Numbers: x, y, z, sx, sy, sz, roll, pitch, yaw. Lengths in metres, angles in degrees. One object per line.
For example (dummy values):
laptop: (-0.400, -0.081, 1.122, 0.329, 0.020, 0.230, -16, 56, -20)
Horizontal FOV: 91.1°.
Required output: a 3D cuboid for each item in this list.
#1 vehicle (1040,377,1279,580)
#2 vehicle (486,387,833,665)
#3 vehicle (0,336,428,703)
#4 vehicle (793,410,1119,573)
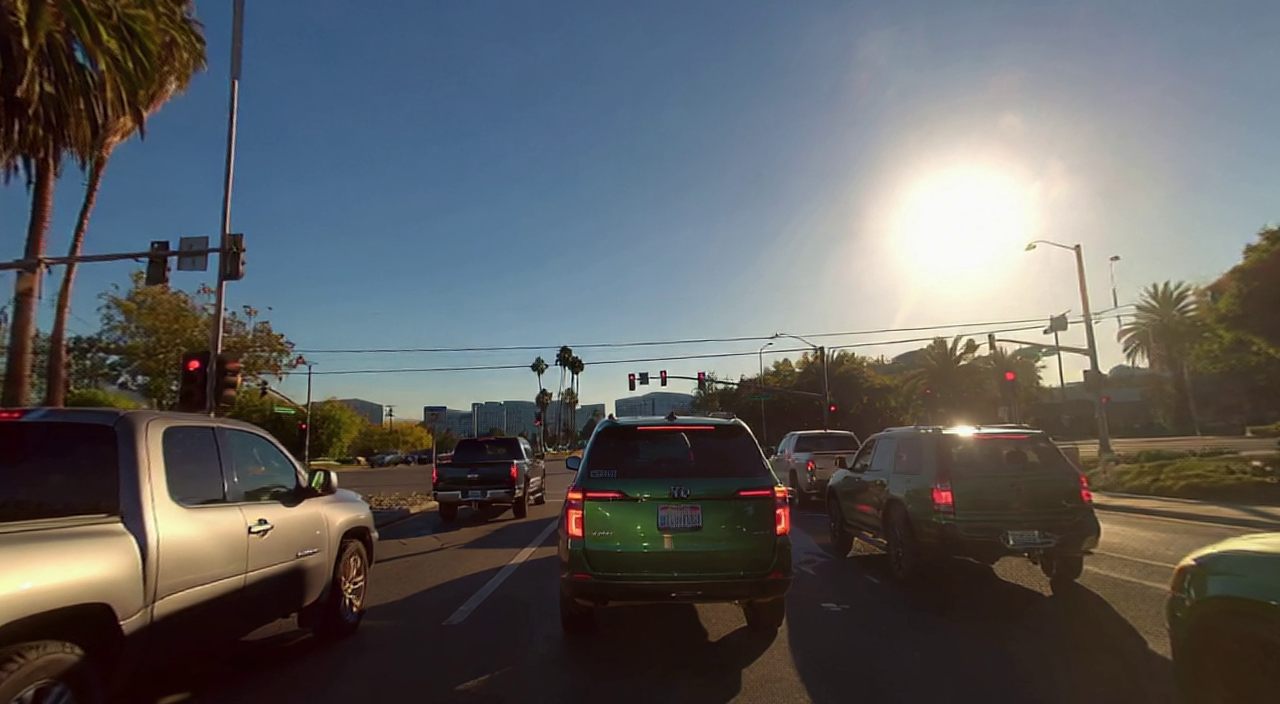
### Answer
vehicle: (7.311, 1.318, 6.690, 2.337, 1.925, 5.728, 0, -8, 0)
vehicle: (0.143, 1.373, 6.011, 2.123, 1.704, 4.128, 0, -9, 1)
vehicle: (-3.173, 1.085, 3.885, 2.171, 1.702, 4.416, 0, -9, 0)
vehicle: (3.987, 1.864, 9.286, 2.072, 1.704, 5.170, 0, -8, -1)
